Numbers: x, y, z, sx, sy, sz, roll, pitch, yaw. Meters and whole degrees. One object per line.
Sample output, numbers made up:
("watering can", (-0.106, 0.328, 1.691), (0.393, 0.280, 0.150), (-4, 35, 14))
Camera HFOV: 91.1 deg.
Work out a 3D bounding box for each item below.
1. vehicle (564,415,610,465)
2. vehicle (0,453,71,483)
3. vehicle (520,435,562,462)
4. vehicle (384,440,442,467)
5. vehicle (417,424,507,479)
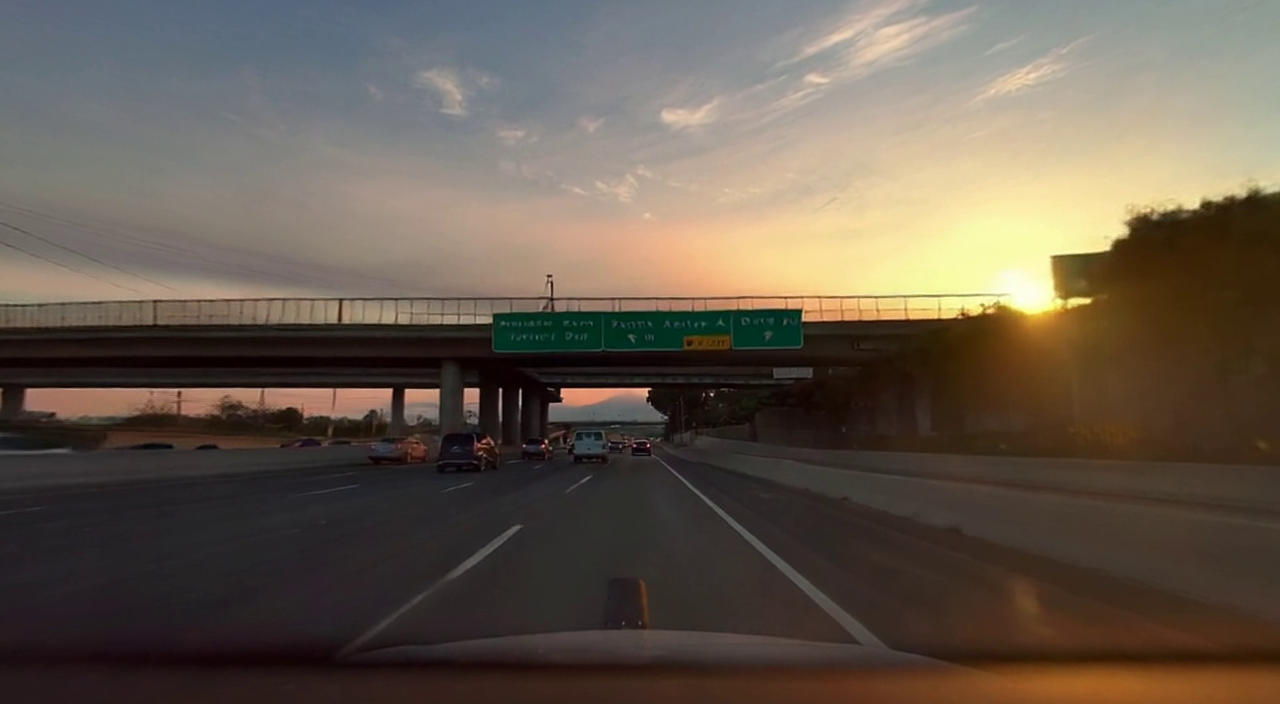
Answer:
("vehicle", (-3.221, 5.575, 39.681), (2.301, 2.843, 6.458), (0, -8, 0))
("vehicle", (-32.555, 6.083, 33.097), (1.689, 1.383, 3.611), (0, -8, 0))
("vehicle", (-6.840, 6.740, 43.828), (2.109, 1.784, 4.709), (0, -8, 1))
("vehicle", (-13.531, 6.062, 37.741), (1.899, 1.485, 4.368), (0, -8, 0))
("vehicle", (-6.951, 3.960, 25.164), (2.179, 1.948, 4.618), (0, -8, 1))
